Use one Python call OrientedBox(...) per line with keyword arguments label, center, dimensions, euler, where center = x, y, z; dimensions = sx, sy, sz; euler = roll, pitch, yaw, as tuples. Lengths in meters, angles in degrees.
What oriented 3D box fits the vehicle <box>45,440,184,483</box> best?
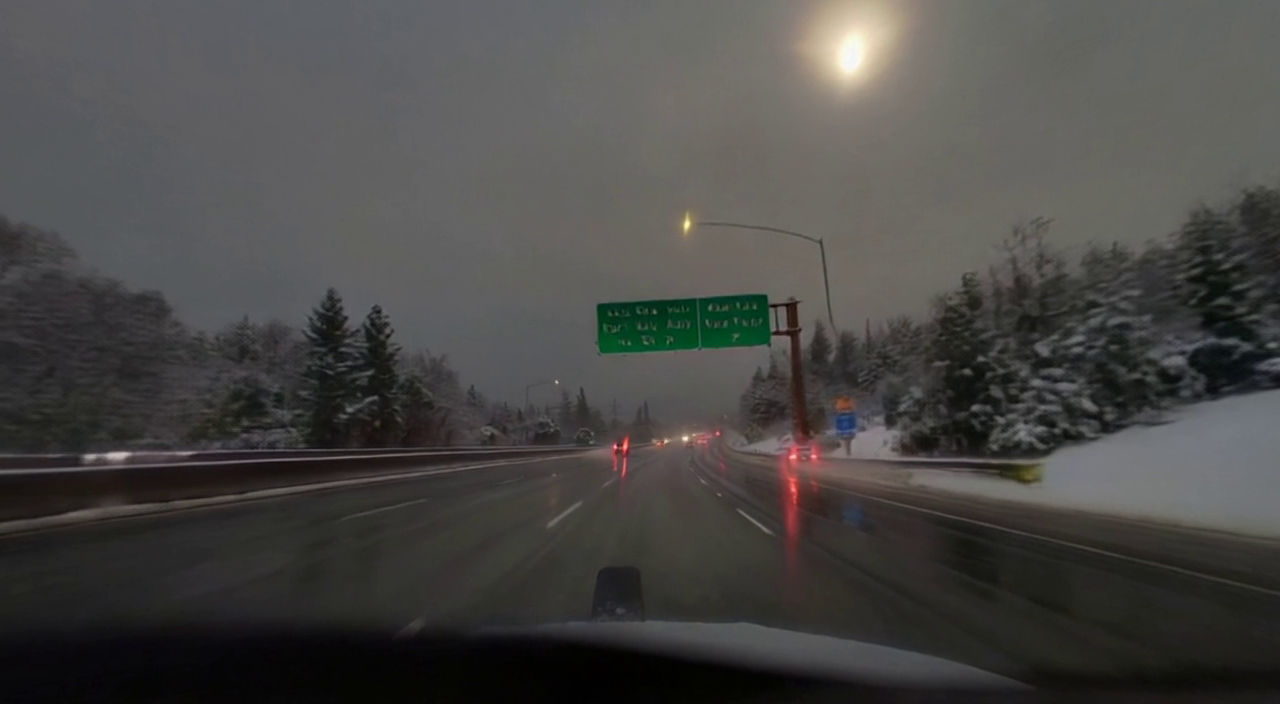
OrientedBox(label="vehicle", center=(-22.890, 4.761, 27.717), dimensions=(1.943, 1.701, 4.638), euler=(-1, -9, 3))
